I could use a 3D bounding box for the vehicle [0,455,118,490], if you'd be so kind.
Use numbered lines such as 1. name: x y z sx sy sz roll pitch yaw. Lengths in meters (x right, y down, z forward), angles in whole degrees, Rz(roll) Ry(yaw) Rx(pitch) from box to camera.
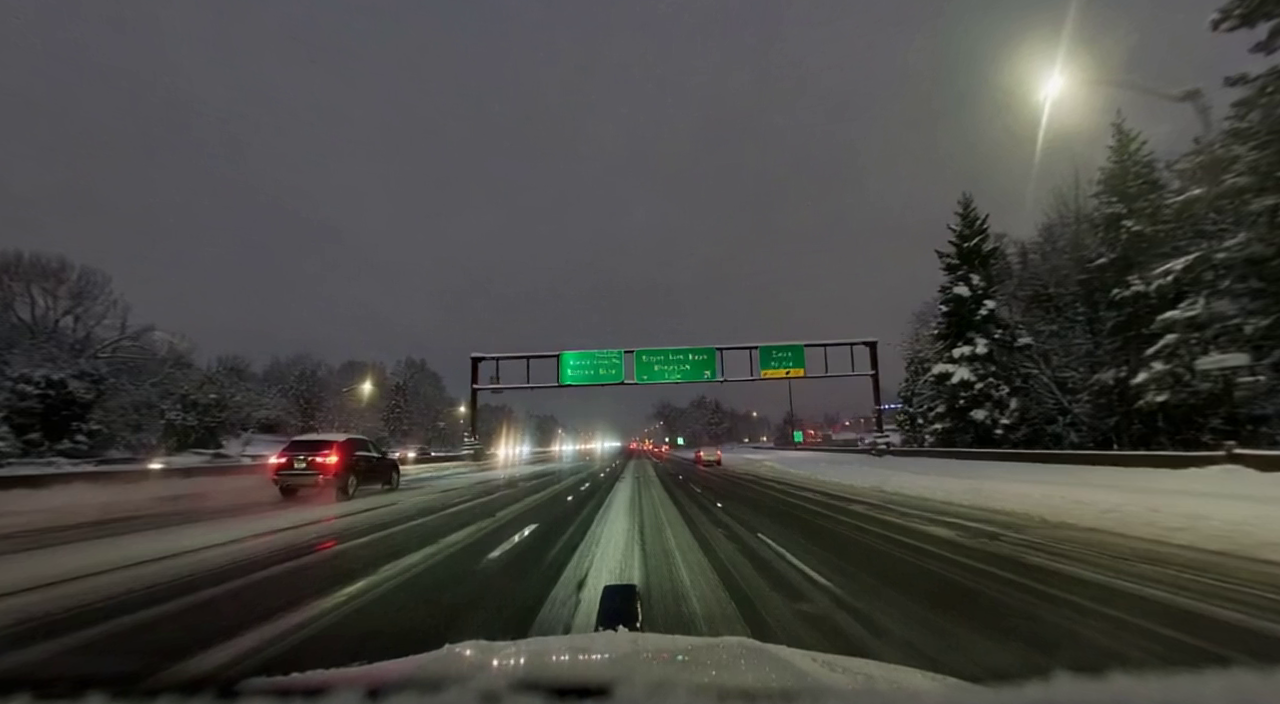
1. vehicle: -28.044 5.725 30.337 1.979 1.489 4.664 0 -9 0

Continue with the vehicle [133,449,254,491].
1. vehicle: -17.283 4.561 24.742 1.816 1.433 3.993 -1 -9 0

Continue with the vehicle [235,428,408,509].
1. vehicle: -7.696 2.843 15.886 2.089 1.724 4.327 0 -9 0
